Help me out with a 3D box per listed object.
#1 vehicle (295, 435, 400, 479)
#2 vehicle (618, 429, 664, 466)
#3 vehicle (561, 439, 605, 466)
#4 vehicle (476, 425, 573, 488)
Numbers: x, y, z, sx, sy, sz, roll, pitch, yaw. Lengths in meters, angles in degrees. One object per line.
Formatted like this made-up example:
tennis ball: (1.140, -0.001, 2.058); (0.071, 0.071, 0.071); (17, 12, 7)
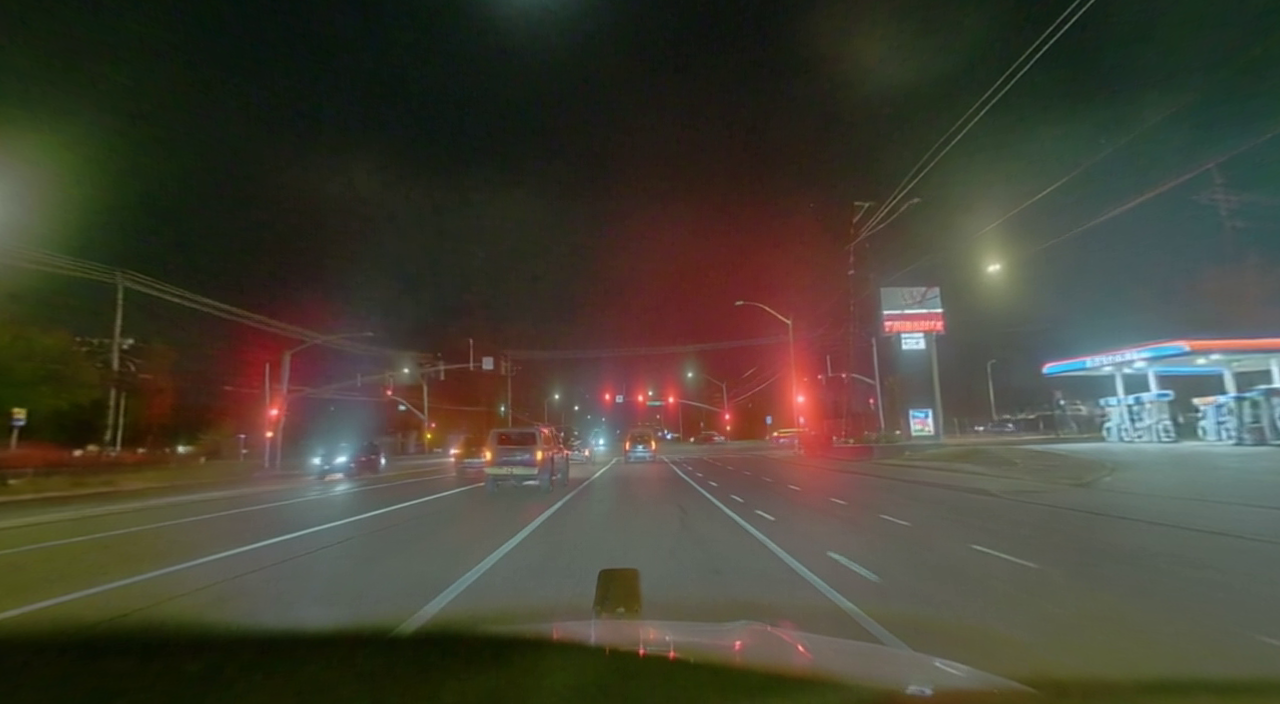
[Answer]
vehicle: (-13.856, 5.006, 30.409); (2.238, 1.872, 5.625); (0, -9, 1)
vehicle: (0.075, 5.055, 33.541); (2.224, 1.819, 5.005); (0, -9, 1)
vehicle: (-3.045, 5.505, 34.706); (1.881, 1.424, 4.098); (0, -9, 2)
vehicle: (-3.424, 3.220, 19.636); (2.096, 1.718, 4.266); (0, -9, 1)
